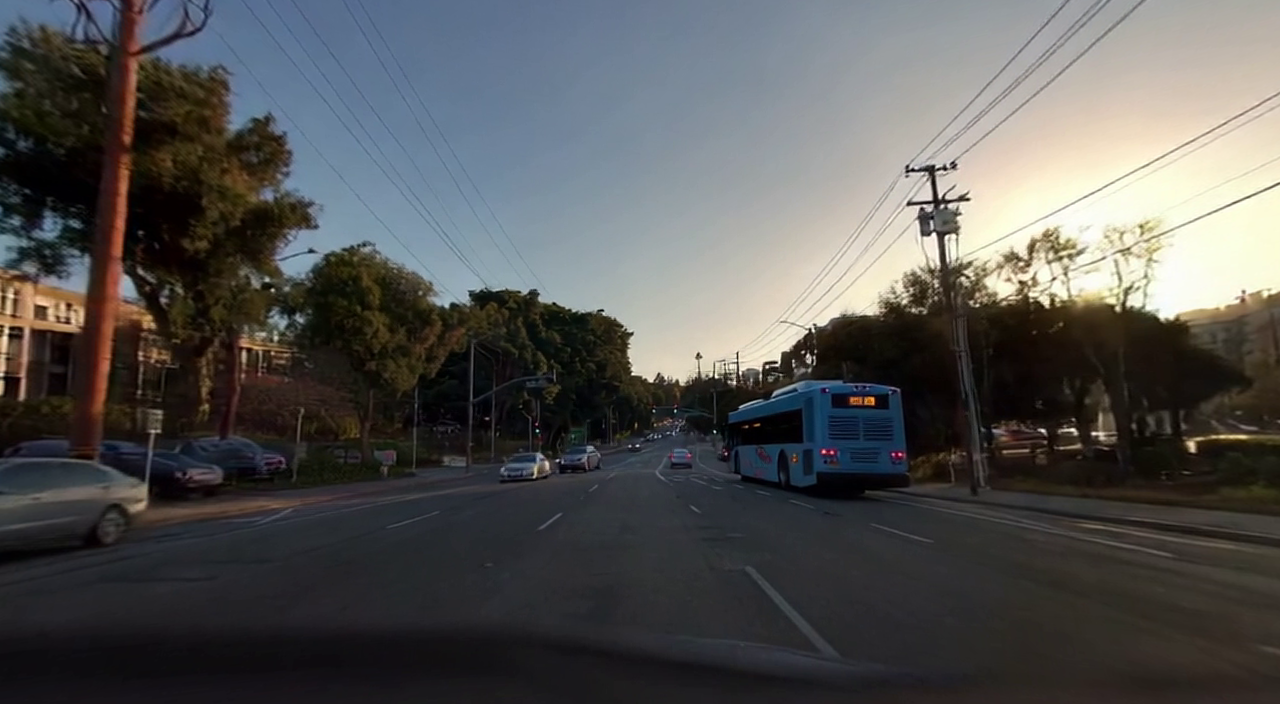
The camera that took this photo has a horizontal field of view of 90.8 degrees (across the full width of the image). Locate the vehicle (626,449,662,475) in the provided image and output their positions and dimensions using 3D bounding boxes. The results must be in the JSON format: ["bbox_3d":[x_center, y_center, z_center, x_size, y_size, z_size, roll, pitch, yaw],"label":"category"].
[{"bbox_3d":[0.184,6.719,38.882,2.016,1.464,4.089,0,-8,-3],"label":"vehicle"}]

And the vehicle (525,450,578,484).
[{"bbox_3d":[-4.250,5.589,31.060,1.915,1.452,4.654,0,-8,0],"label":"vehicle"}]

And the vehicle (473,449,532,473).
[{"bbox_3d":[-10.854,8.557,49.698,4.699,1.750,2.132,-7,-11,40],"label":"vehicle"}]

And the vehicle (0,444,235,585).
[{"bbox_3d":[-8.615,2.244,9.601,2.017,1.659,4.405,0,-8,-1],"label":"vehicle"}]

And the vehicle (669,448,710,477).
[{"bbox_3d":[2.702,6.162,35.369,1.961,1.470,4.196,0,-8,-1],"label":"vehicle"}]

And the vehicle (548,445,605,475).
[{"bbox_3d":[-4.105,7.083,41.719,2.076,1.815,4.464,-3,-9,19],"label":"vehicle"}]

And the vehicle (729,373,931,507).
[{"bbox_3d":[5.795,3.188,22.708,3.045,3.447,12.604,0,-8,-1],"label":"vehicle"}]
